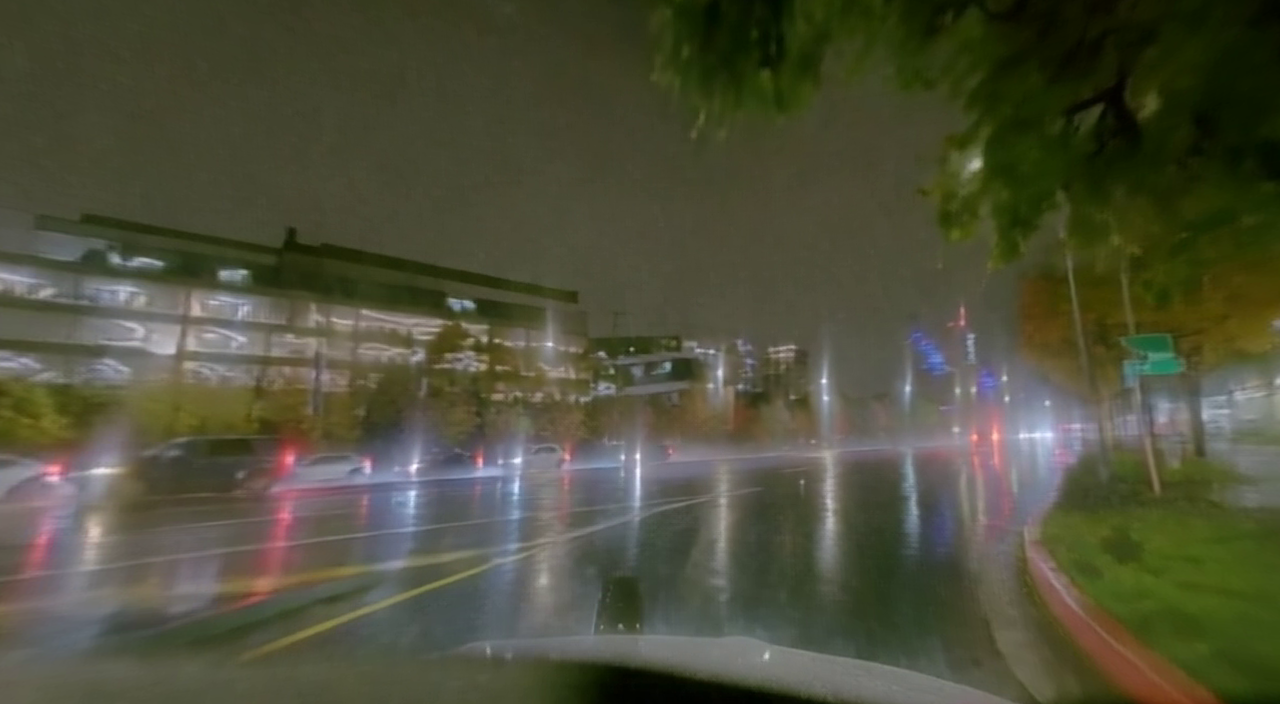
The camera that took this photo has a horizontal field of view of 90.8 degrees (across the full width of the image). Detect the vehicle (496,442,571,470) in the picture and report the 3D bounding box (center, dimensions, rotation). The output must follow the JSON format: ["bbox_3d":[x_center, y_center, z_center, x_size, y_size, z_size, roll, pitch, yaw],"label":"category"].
[{"bbox_3d":[-6.971,6.832,41.615,1.926,1.681,4.727,-7,-11,39],"label":"vehicle"}]

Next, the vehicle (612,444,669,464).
[{"bbox_3d":[0.070,8.010,49.873,1.872,1.493,4.724,-7,-11,40],"label":"vehicle"}]

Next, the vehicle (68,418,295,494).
[{"bbox_3d":[-15.244,3.670,21.388,2.225,2.053,5.636,-15,-19,38],"label":"vehicle"}]

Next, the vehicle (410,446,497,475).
[{"bbox_3d":[-10.785,6.266,36.787,1.842,1.582,4.513,-7,-11,39],"label":"vehicle"}]

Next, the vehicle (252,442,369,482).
[{"bbox_3d":[-15.878,5.424,30.668,2.033,1.625,4.467,-14,-18,38],"label":"vehicle"}]
